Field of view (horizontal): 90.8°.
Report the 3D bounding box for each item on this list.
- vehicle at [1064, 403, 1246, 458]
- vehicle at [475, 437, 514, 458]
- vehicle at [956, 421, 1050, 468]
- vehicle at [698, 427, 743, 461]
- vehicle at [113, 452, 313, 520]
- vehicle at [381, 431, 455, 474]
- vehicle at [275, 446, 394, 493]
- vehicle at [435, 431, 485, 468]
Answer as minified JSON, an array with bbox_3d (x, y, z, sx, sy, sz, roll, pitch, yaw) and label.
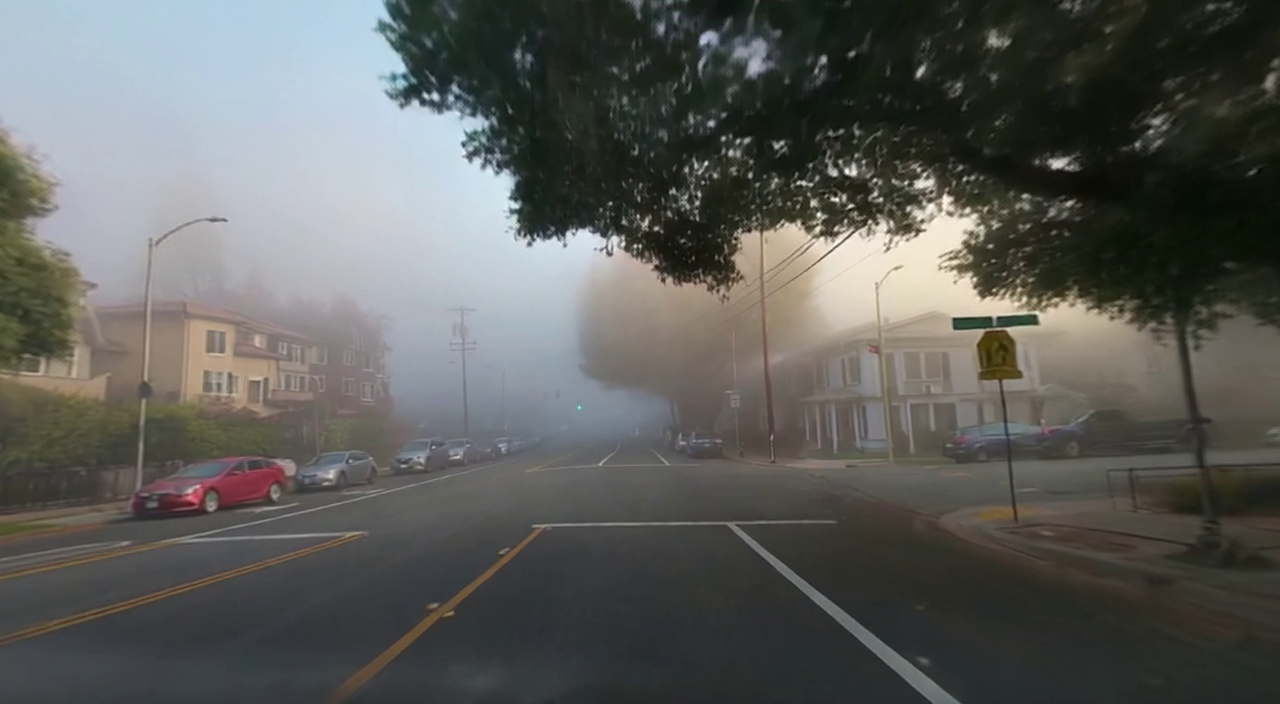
[{"bbox_3d":[19.442,3.002,24.046,4.973,1.974,2.140,0,-9,0],"label":"vehicle"},{"bbox_3d":[-11.225,7.431,49.028,2.051,1.520,4.374,0,-9,-1],"label":"vehicle"},{"bbox_3d":[13.831,3.469,23.959,2.122,1.474,4.313,-10,-10,41],"label":"vehicle"},{"bbox_3d":[4.309,4.998,34.252,1.867,1.680,4.176,0,-9,0],"label":"vehicle"},{"bbox_3d":[-11.097,3.468,16.966,1.970,1.523,4.702,-1,-9,2],"label":"vehicle"},{"bbox_3d":[-11.194,5.110,32.224,2.056,1.980,4.763,0,-9,-1],"label":"vehicle"},{"bbox_3d":[-11.130,4.272,23.444,2.082,1.540,4.654,0,-9,0],"label":"vehicle"},{"bbox_3d":[-11.353,6.107,40.118,1.926,1.998,4.447,-4,-6,-2],"label":"vehicle"}]
